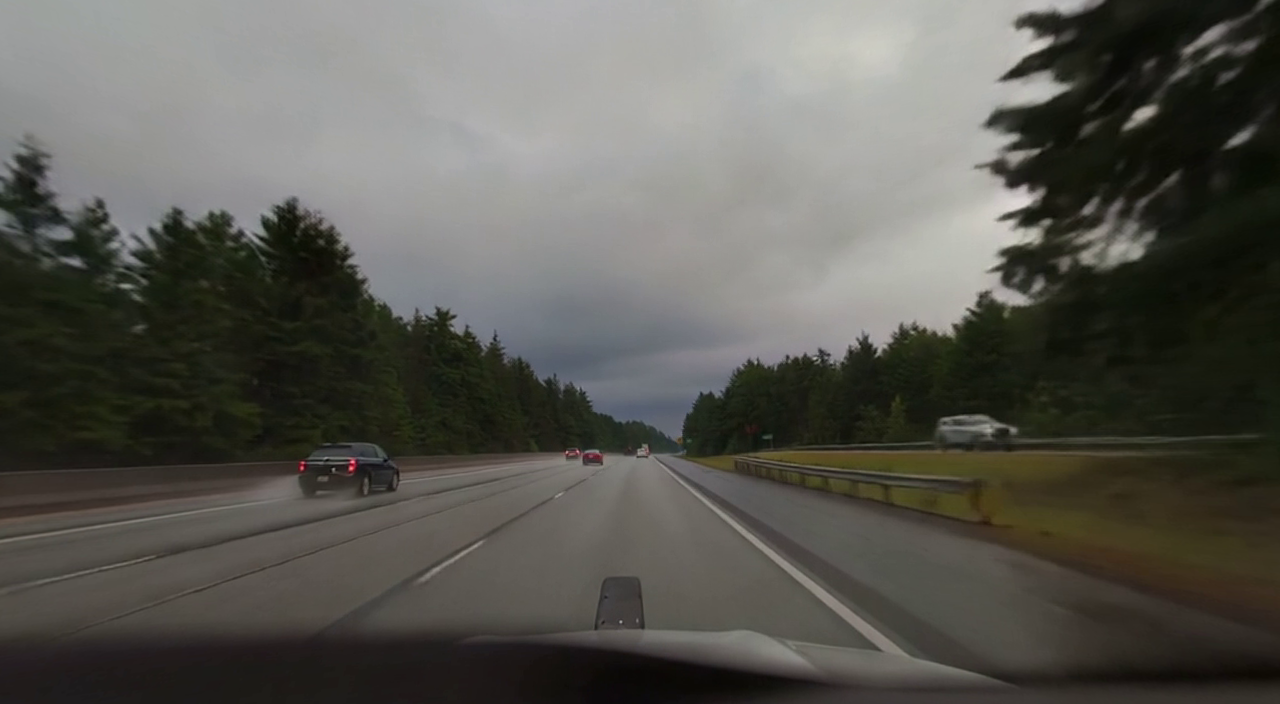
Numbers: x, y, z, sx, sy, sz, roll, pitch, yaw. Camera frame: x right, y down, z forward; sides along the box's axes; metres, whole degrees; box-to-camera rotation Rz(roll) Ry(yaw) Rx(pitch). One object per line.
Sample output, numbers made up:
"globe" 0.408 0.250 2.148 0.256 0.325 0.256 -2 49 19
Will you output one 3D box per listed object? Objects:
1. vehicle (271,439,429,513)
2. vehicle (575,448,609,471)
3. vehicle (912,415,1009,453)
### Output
"vehicle" -7.168 3.089 16.149 2.007 1.616 4.141 0 -9 1
"vehicle" -3.503 7.979 46.941 2.104 1.558 4.639 0 -9 0
"vehicle" 13.854 3.648 27.577 1.875 1.529 4.740 0 -9 2
